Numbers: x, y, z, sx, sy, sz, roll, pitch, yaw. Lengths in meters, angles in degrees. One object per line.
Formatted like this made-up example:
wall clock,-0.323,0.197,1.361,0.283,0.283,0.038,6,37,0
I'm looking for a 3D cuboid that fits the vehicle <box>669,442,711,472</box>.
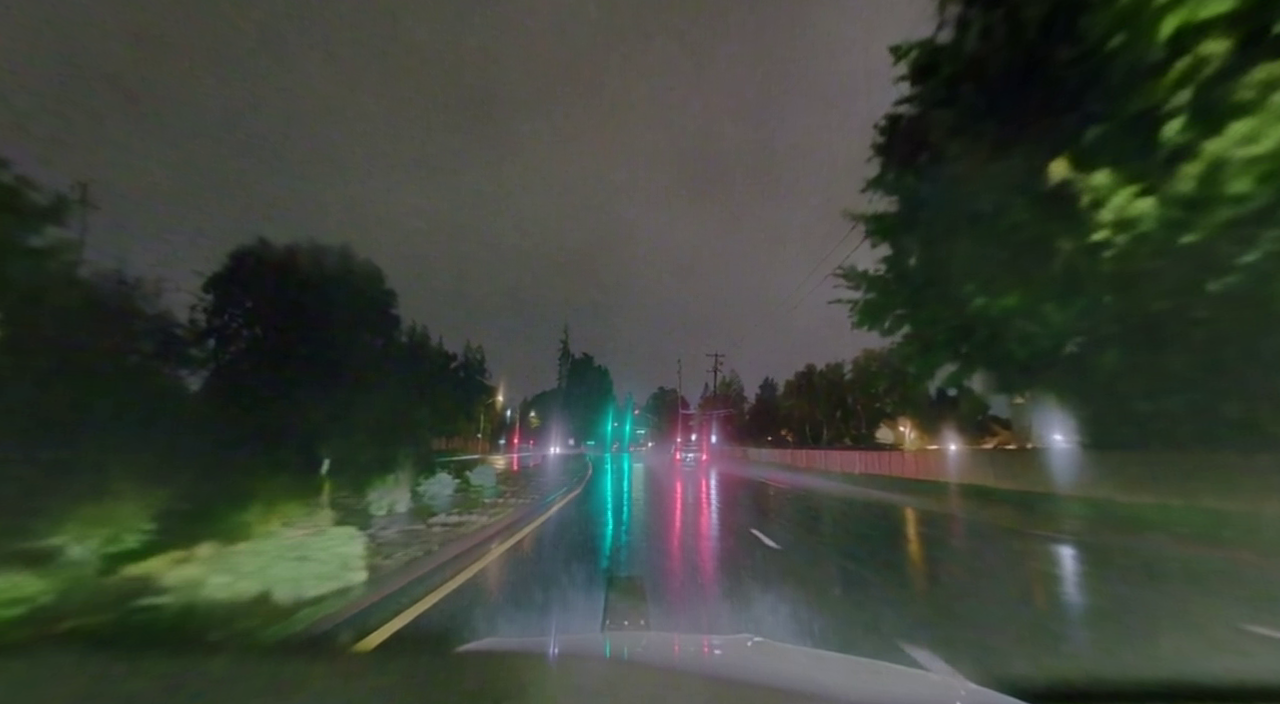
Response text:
vehicle,3.117,6.697,40.457,2.240,1.781,4.433,0,-8,-1
